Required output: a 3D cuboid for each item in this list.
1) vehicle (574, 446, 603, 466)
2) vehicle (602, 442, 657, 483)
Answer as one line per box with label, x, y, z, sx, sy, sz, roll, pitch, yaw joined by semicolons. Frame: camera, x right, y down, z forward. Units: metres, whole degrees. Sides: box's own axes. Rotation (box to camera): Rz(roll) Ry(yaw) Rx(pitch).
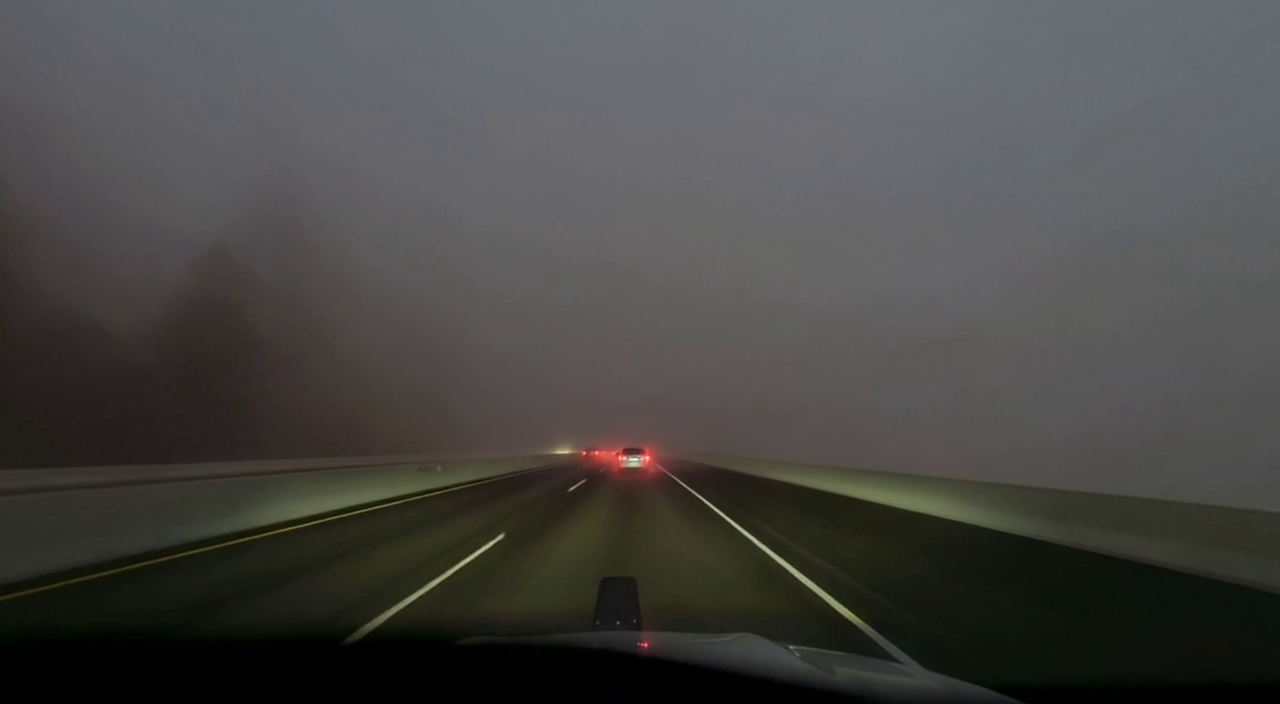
vehicle;-3.919;7.950;48.056;1.994;1.470;3.752;0;-9;-1
vehicle;-0.414;4.432;25.377;2.066;1.490;3.759;0;-9;-1
